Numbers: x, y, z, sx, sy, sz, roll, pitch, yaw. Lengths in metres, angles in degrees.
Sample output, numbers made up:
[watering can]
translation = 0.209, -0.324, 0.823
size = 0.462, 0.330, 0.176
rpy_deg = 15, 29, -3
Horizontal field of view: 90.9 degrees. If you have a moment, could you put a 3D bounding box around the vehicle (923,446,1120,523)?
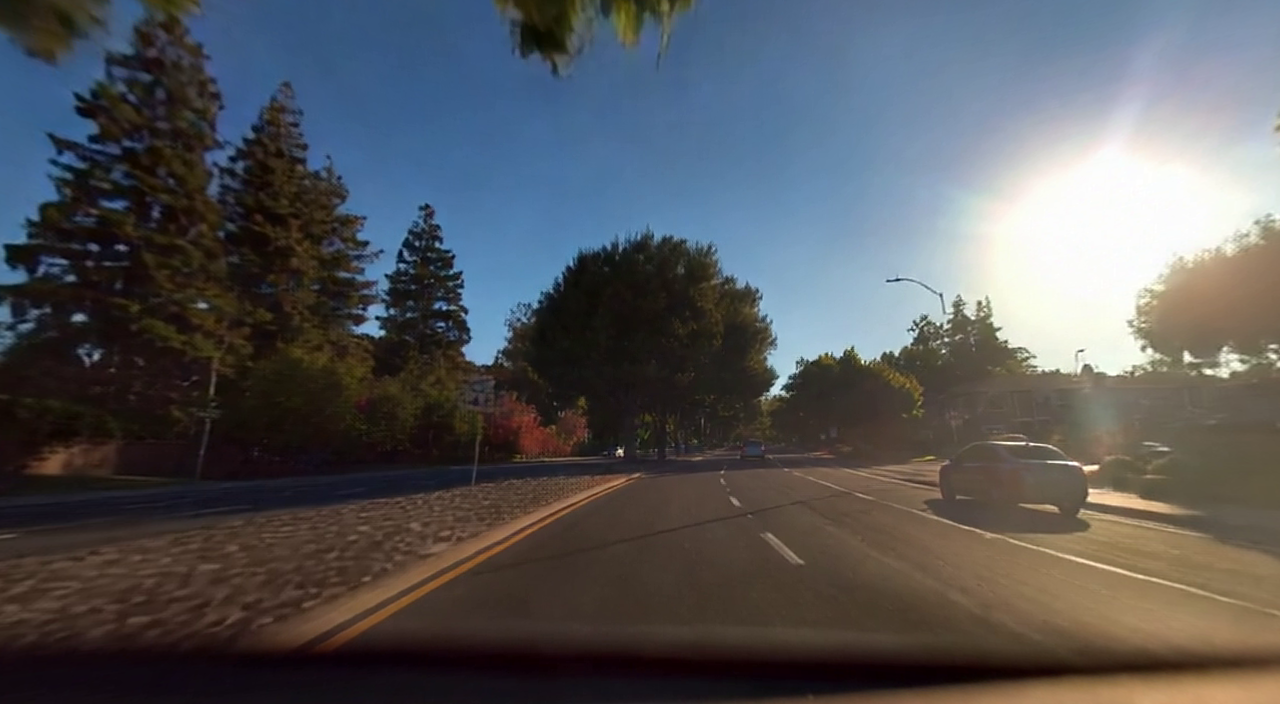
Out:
[vehicle]
translation = 8.311, 2.871, 14.321
size = 1.855, 1.444, 4.389
rpy_deg = 0, -8, 2
